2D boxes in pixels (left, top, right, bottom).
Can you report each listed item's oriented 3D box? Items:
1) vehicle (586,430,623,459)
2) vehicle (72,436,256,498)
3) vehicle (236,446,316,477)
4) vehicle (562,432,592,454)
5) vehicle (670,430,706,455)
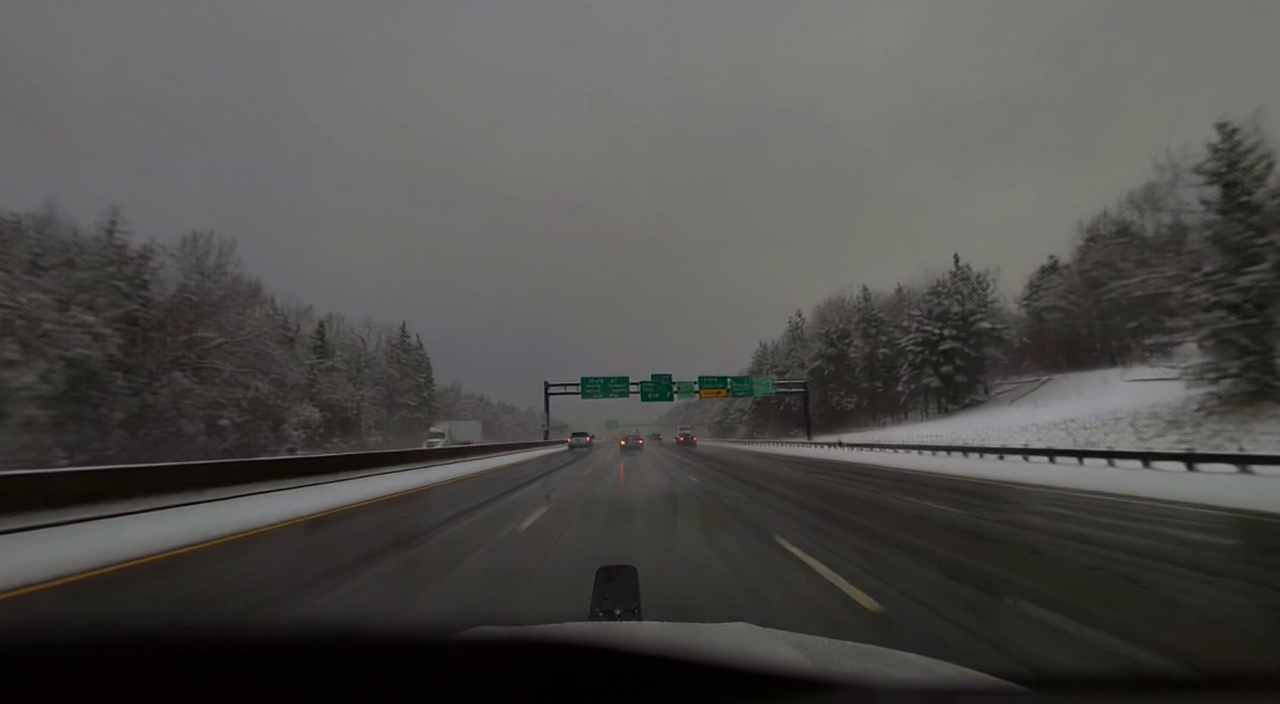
[{"bbox_3d":[-2.110,5.519,37.646,2.119,1.629,3.946,0,-8,-3],"label":"vehicle"},{"bbox_3d":[-13.468,3.227,18.217,1.969,1.572,4.308,0,-8,0],"label":"vehicle"},{"bbox_3d":[-19.322,5.812,33.610,1.800,1.501,3.992,0,-8,1],"label":"vehicle"},{"bbox_3d":[-4.931,7.157,49.577,2.046,1.658,4.008,0,-8,-1],"label":"vehicle"},{"bbox_3d":[3.303,6.297,43.960,2.066,1.673,4.225,0,-8,-2],"label":"vehicle"}]
